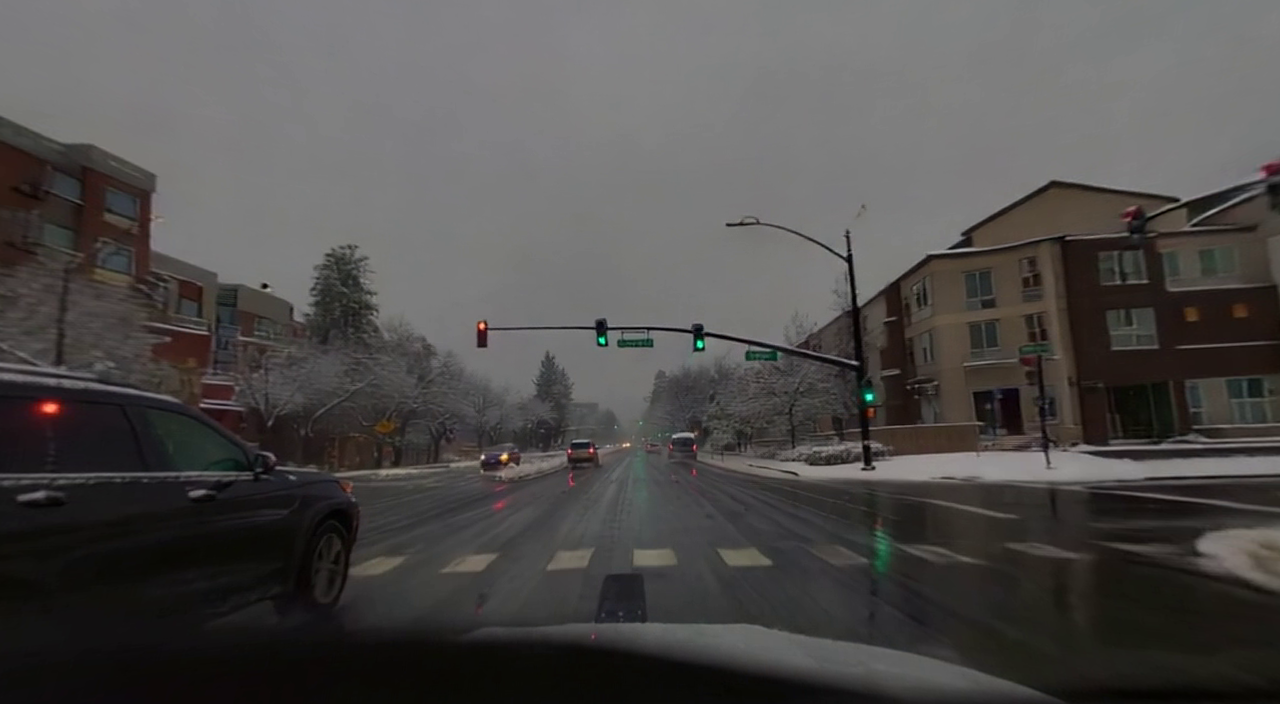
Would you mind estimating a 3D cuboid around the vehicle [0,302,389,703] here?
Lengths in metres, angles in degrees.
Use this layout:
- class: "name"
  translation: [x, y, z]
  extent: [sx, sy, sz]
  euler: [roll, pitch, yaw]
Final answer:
- class: "vehicle"
  translation: [-3.860, 1.002, 4.158]
  extent: [2.225, 1.984, 5.168]
  euler: [0, -8, 1]

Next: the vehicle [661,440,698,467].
- class: "vehicle"
  translation: [2.574, 6.744, 42.120]
  extent: [2.018, 1.719, 4.369]
  euler: [0, -8, -1]

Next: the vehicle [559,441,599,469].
- class: "vehicle"
  translation: [-3.822, 6.534, 40.151]
  extent: [2.083, 1.685, 4.069]
  euler: [0, -8, 1]
